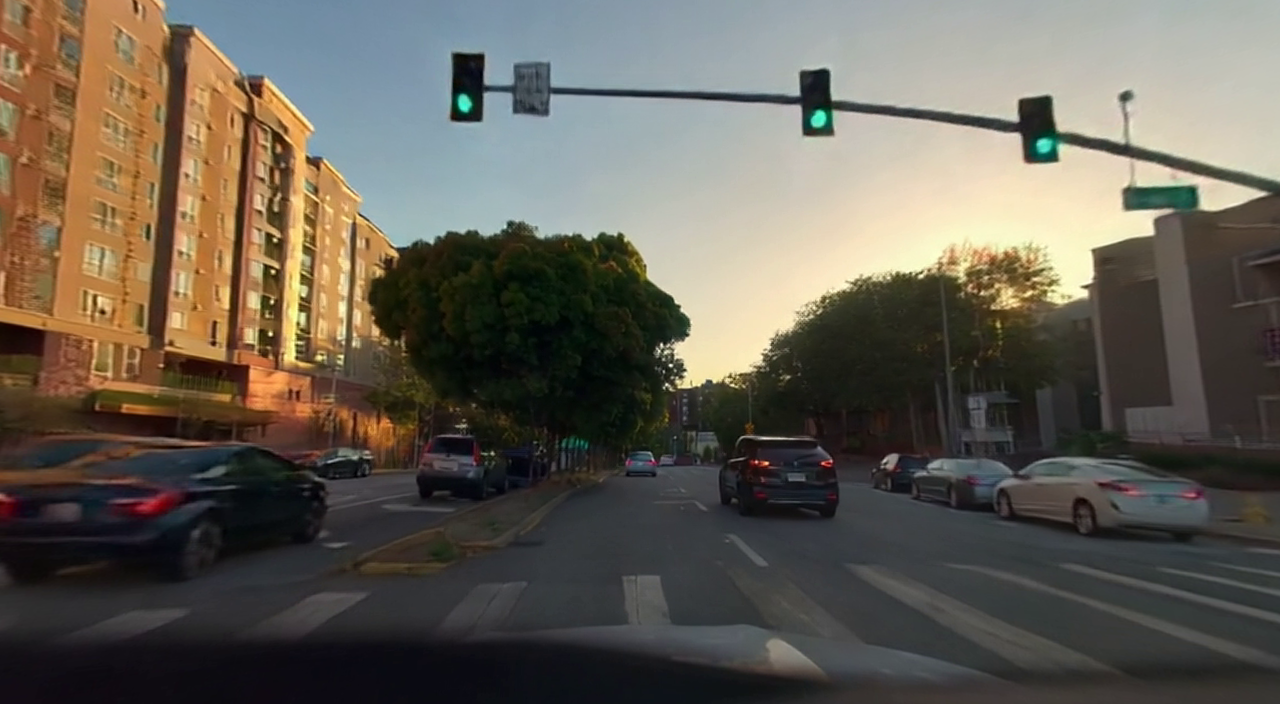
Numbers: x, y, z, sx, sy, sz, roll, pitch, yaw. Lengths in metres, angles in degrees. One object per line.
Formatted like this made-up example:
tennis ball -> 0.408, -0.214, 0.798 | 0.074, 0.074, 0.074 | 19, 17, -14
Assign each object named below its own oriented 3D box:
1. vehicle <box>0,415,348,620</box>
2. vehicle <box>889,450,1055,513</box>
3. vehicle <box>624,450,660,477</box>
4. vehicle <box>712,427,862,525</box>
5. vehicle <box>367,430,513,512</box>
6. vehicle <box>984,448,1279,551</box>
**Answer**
vehicle -> -5.514, 1.672, 7.267 | 2.062, 1.532, 4.830 | -2, -9, 0
vehicle -> 8.976, 3.507, 17.692 | 1.953, 1.455, 4.883 | 0, -8, -1
vehicle -> 0.075, 6.833, 38.971 | 2.059, 1.492, 4.033 | 0, -8, -2
vehicle -> 3.088, 2.715, 14.482 | 2.129, 1.844, 4.767 | 0, -8, -2
vehicle -> -4.995, 3.049, 16.729 | 2.275, 1.816, 4.923 | 0, -8, -1
vehicle -> 9.068, 2.640, 12.238 | 1.962, 1.542, 4.999 | 0, -8, 0
